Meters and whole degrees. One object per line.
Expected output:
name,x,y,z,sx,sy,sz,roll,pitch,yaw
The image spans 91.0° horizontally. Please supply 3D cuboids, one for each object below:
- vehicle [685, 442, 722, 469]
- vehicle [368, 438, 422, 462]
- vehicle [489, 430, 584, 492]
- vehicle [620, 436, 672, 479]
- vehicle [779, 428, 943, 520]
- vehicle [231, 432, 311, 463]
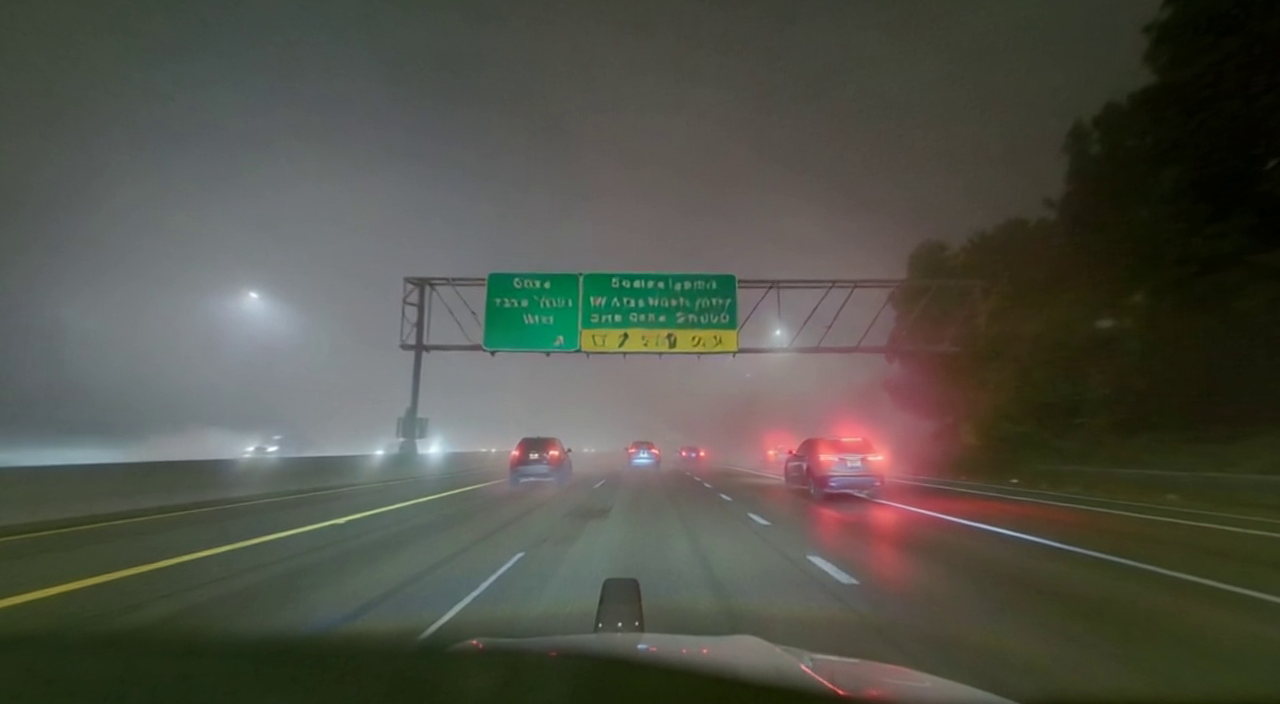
vehicle,4.231,7.014,42.845,2.022,1.682,4.226,1,-9,-1
vehicle,-18.496,7.436,47.785,2.019,1.714,4.907,0,-9,0
vehicle,-3.226,3.535,20.730,2.199,1.777,4.790,0,-9,1
vehicle,0.243,4.723,28.384,2.181,1.728,3.970,1,-9,0
vehicle,4.628,2.627,14.081,2.041,1.669,4.712,0,-9,1
vehicle,-26.087,6.807,44.794,2.182,2.016,5.695,0,-9,0
